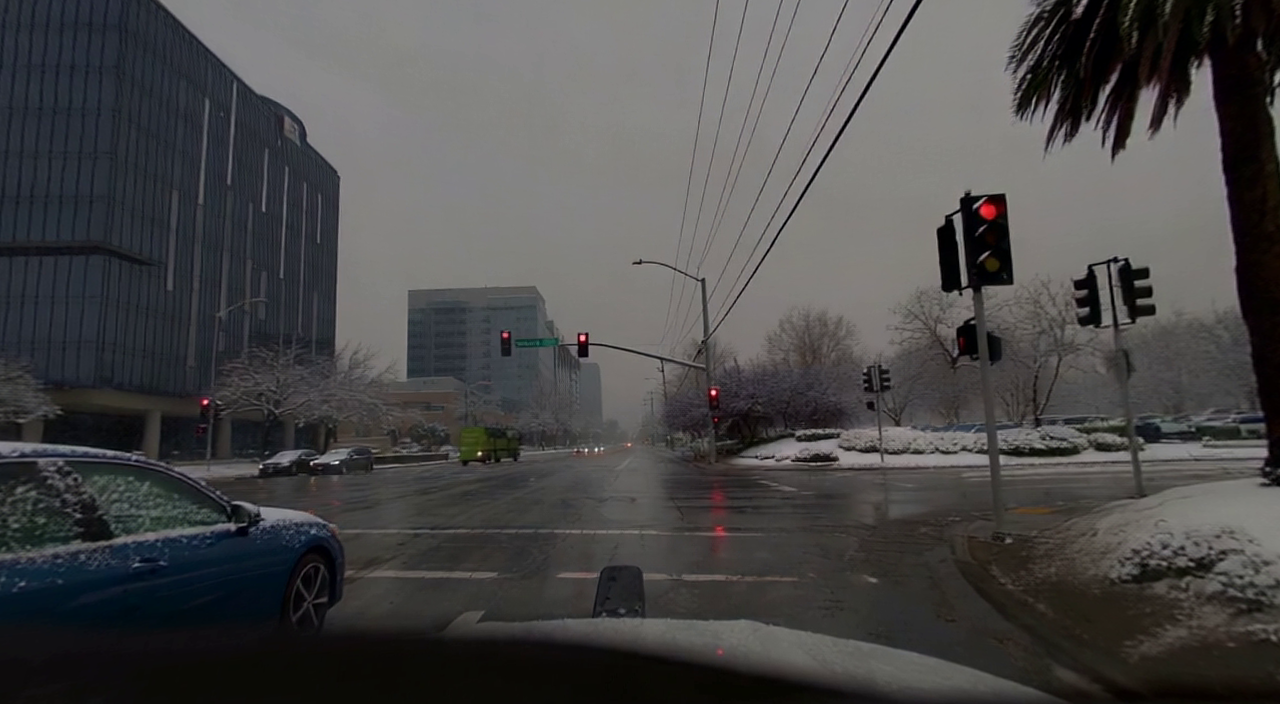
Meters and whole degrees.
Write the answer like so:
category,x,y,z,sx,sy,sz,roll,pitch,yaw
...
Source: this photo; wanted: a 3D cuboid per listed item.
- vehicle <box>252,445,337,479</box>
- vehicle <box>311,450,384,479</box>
category,x,y,z,sx,sy,sz,roll,pitch,yaw
vehicle,-19.086,6.098,35.081,2.017,1.739,4.569,0,-9,1
vehicle,-15.358,5.924,33.302,1.875,1.389,3.784,0,-9,3
